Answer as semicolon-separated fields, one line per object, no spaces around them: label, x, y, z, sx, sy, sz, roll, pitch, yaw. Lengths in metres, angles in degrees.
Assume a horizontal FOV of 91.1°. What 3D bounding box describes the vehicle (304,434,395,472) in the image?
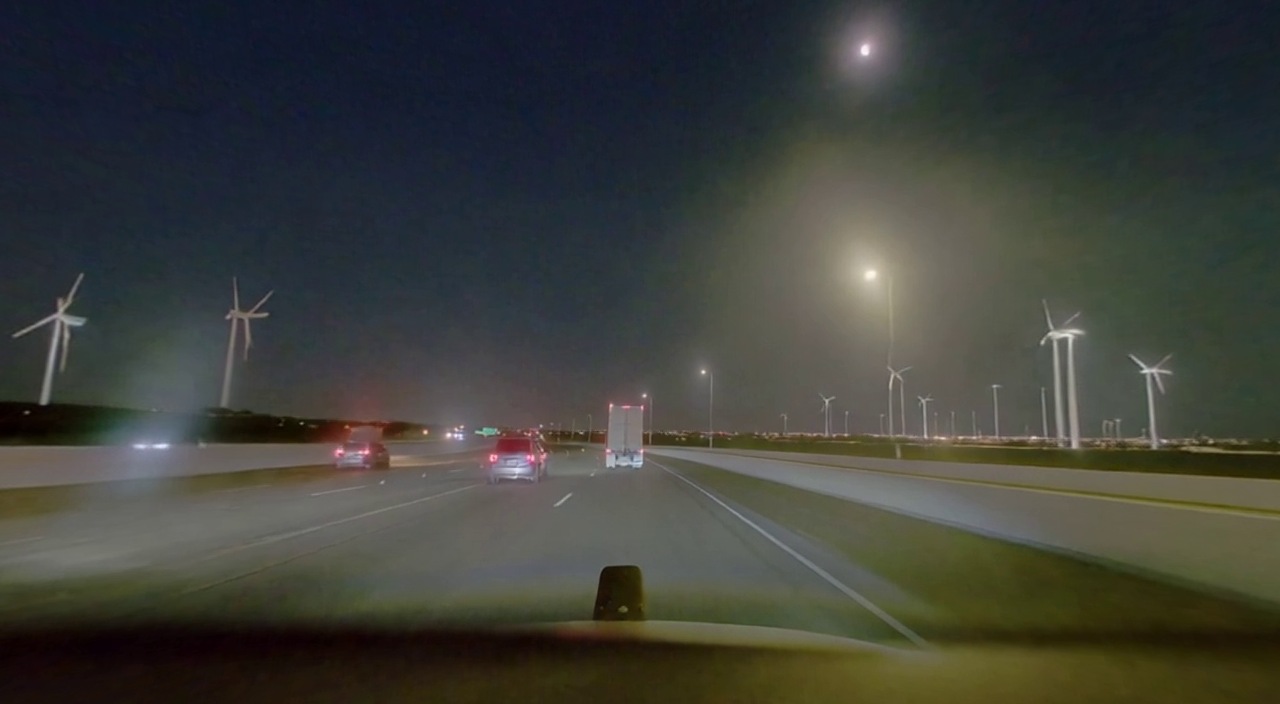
vehicle;-15.257;5.363;33.450;2.285;1.835;5.672;0;-8;-2

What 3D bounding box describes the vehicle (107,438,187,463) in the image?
vehicle;-34.003;6.797;43.507;1.928;1.606;4.642;0;-8;-3

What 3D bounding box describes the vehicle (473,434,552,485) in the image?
vehicle;-4.545;3.895;23.002;2.109;1.684;3.783;0;-8;-1
